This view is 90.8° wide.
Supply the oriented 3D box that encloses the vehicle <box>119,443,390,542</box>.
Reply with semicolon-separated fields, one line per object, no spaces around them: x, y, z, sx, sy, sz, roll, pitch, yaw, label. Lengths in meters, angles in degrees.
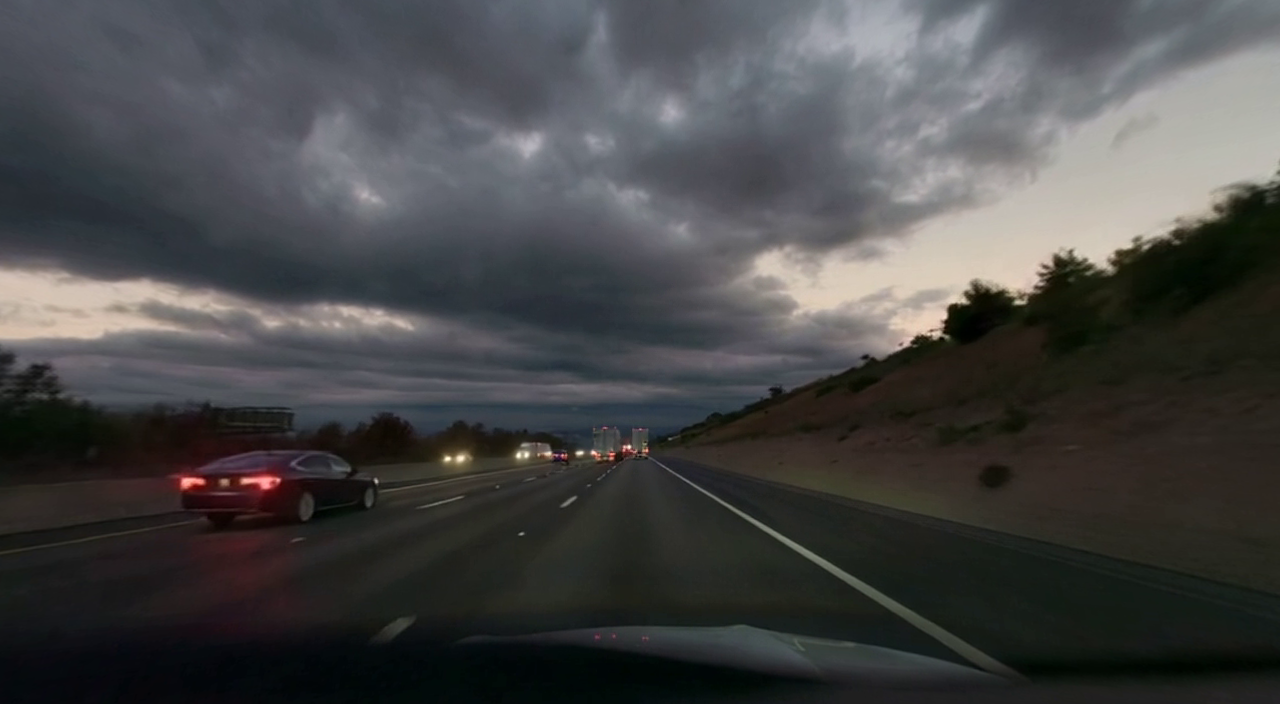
-6.850;2.532;12.120;2.036;1.474;5.011;0;-9;0;vehicle
